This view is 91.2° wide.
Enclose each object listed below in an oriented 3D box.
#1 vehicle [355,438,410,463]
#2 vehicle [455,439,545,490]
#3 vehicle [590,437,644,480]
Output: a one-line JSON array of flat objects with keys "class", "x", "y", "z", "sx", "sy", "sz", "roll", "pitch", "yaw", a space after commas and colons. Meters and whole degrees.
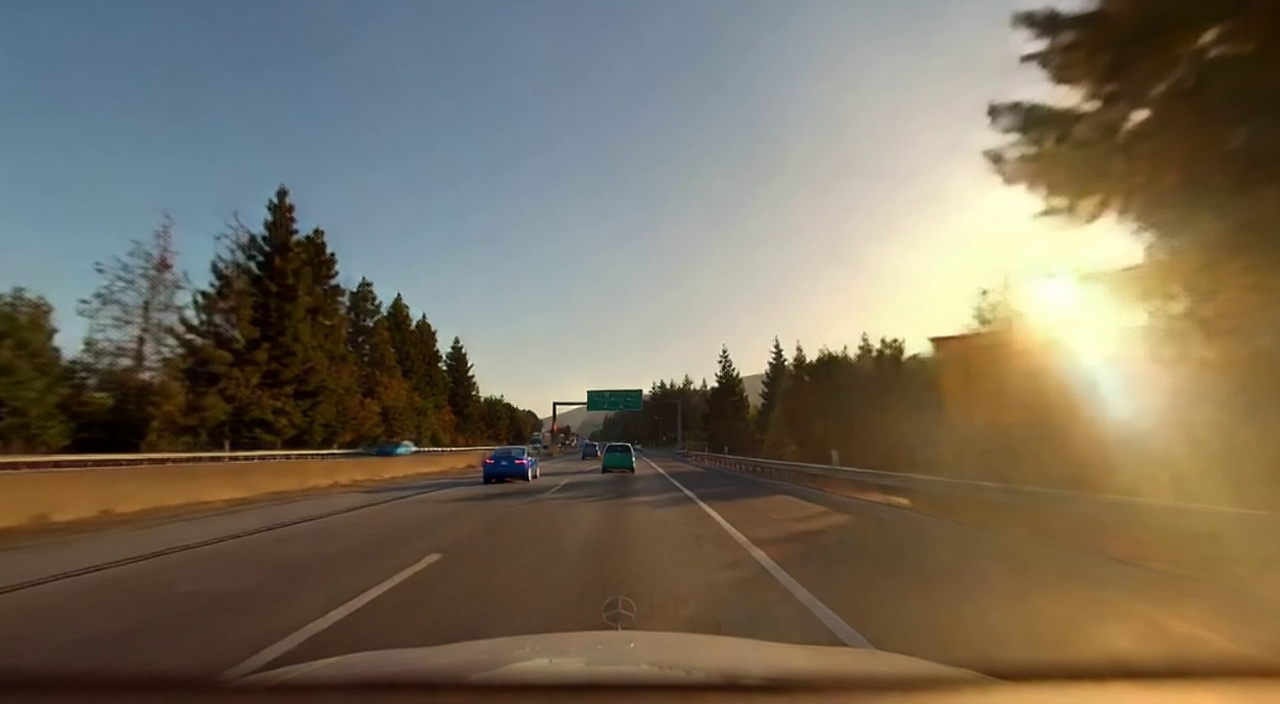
[{"class": "vehicle", "x": -17.601, "y": 6.752, "z": 43.037, "sx": 1.987, "sy": 1.594, "sz": 4.249, "roll": -1, "pitch": -9, "yaw": 0}, {"class": "vehicle", "x": -4.788, "y": 3.926, "z": 22.192, "sx": 2.103, "sy": 1.588, "sz": 4.709, "roll": -1, "pitch": -9, "yaw": 0}, {"class": "vehicle", "x": -0.973, "y": 4.634, "z": 27.581, "sx": 2.220, "sy": 1.711, "sz": 4.056, "roll": 0, "pitch": -9, "yaw": -1}]
